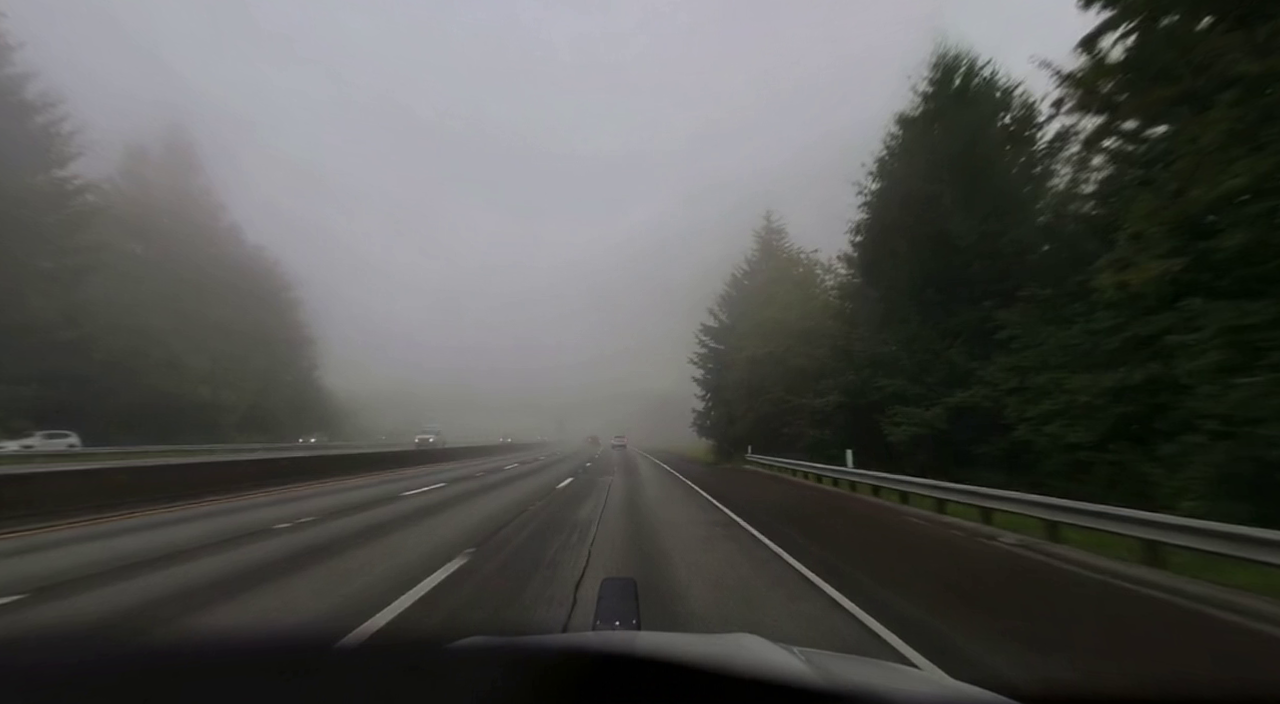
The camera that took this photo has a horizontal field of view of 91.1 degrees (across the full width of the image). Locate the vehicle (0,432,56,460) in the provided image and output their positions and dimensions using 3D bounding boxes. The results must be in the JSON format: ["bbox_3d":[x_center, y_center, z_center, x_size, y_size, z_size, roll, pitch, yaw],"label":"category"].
[{"bbox_3d":[-34.678,5.105,34.211,1.746,1.476,4.277,0,-8,-2],"label":"vehicle"}]
